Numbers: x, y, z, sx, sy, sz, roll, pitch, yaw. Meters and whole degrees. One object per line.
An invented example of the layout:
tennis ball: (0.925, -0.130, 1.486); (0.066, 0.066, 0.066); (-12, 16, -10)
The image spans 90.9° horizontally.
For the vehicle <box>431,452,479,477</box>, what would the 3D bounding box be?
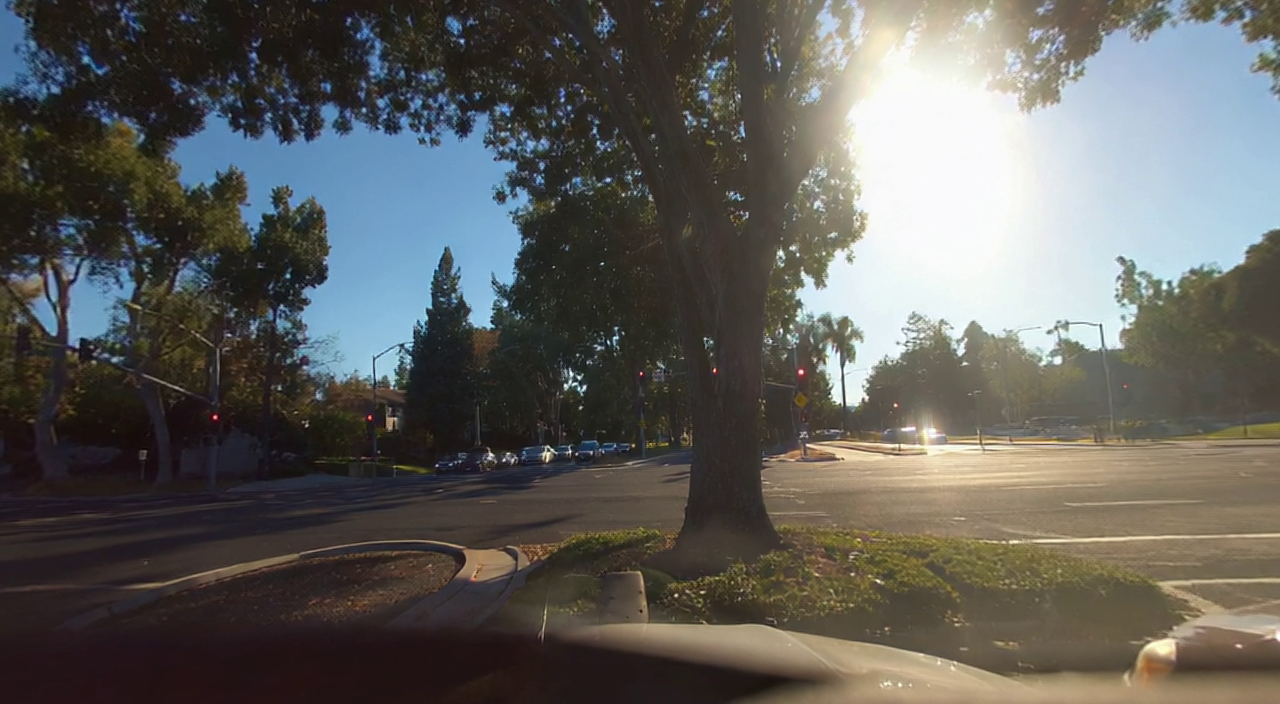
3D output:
vehicle: (-13.436, 8.163, 45.982); (2.101, 1.637, 4.304); (0, -9, 1)

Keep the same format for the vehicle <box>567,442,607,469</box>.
vehicle: (-3.612, 7.176, 43.950); (2.215, 1.732, 4.684); (-1, -9, 2)

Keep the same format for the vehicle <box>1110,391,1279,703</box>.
vehicle: (3.024, 0.621, 0.425); (1.978, 1.468, 4.544); (0, -9, 2)

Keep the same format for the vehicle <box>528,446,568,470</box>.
vehicle: (-6.581, 7.616, 45.498); (2.126, 1.657, 4.307); (-1, -9, 2)

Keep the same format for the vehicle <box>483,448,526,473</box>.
vehicle: (-9.811, 7.845, 45.949); (2.064, 1.725, 4.243); (0, -9, 1)
